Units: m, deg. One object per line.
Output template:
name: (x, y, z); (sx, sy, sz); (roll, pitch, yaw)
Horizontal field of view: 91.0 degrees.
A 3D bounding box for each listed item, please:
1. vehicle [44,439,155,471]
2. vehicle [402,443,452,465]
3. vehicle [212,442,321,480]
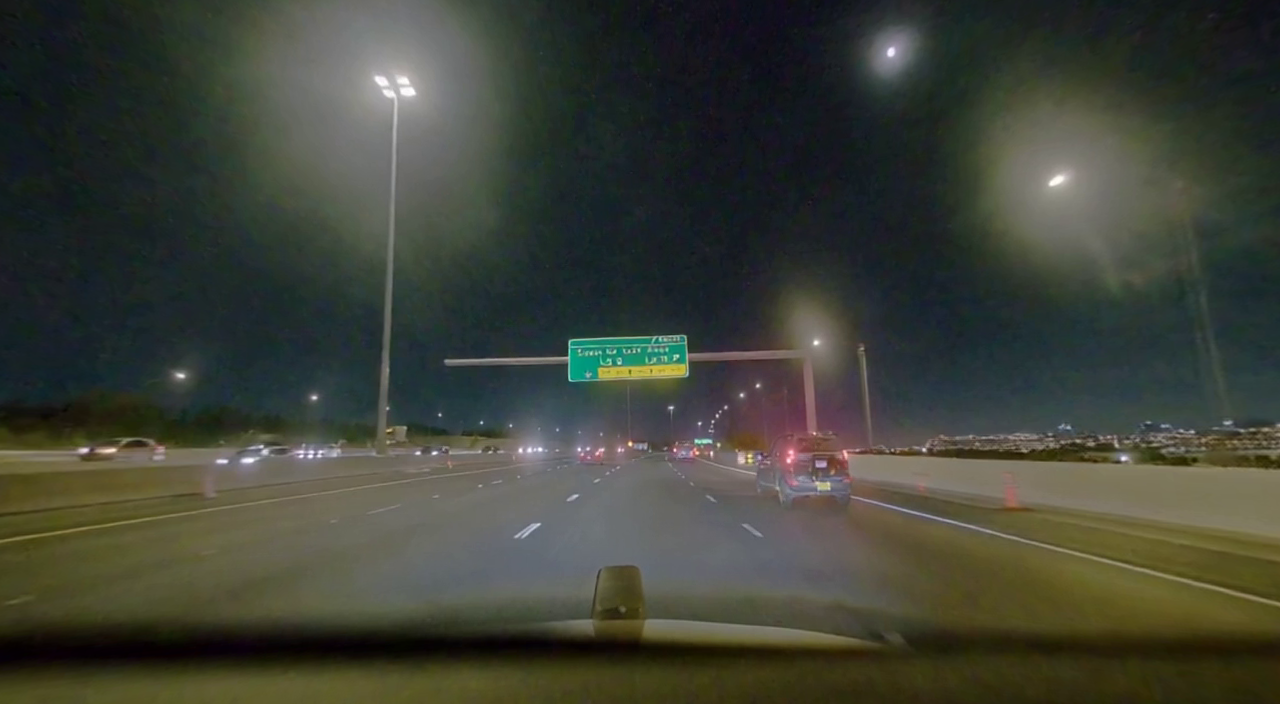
vehicle: (-29.583, 5.660, 34.689); (1.901, 1.624, 4.558); (-1, -9, 2)
vehicle: (-15.861, 7.625, 47.056); (1.937, 1.515, 4.594); (-1, -9, 3)
vehicle: (-16.099, 4.717, 27.458); (1.920, 1.477, 4.432); (0, -9, 2)
